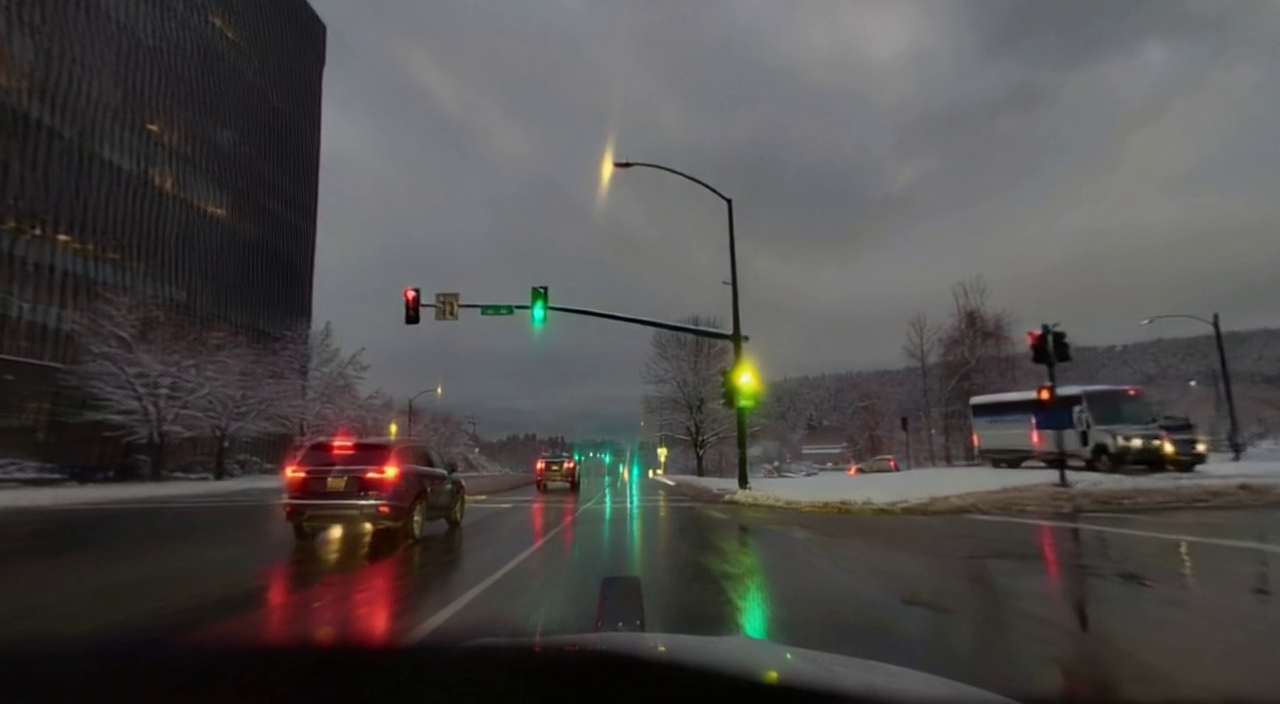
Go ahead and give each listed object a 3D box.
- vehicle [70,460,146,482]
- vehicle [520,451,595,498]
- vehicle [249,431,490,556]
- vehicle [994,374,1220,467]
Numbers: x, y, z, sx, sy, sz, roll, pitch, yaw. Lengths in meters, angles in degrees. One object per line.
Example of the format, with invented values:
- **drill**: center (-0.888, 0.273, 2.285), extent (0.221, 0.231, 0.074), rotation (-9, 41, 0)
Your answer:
- **vehicle**: center (-38.119, 8.565, 45.131), extent (3.794, 1.481, 1.758), rotation (-1, -11, 2)
- **vehicle**: center (-3.497, 5.307, 27.815), extent (2.384, 1.849, 5.009), rotation (0, -9, 2)
- **vehicle**: center (-4.397, 2.368, 11.294), extent (2.169, 1.741, 4.588), rotation (0, -9, 1)
- **vehicle**: center (15.758, 2.476, 21.735), extent (4.005, 2.827, 4.538), rotation (2, -9, -10)
